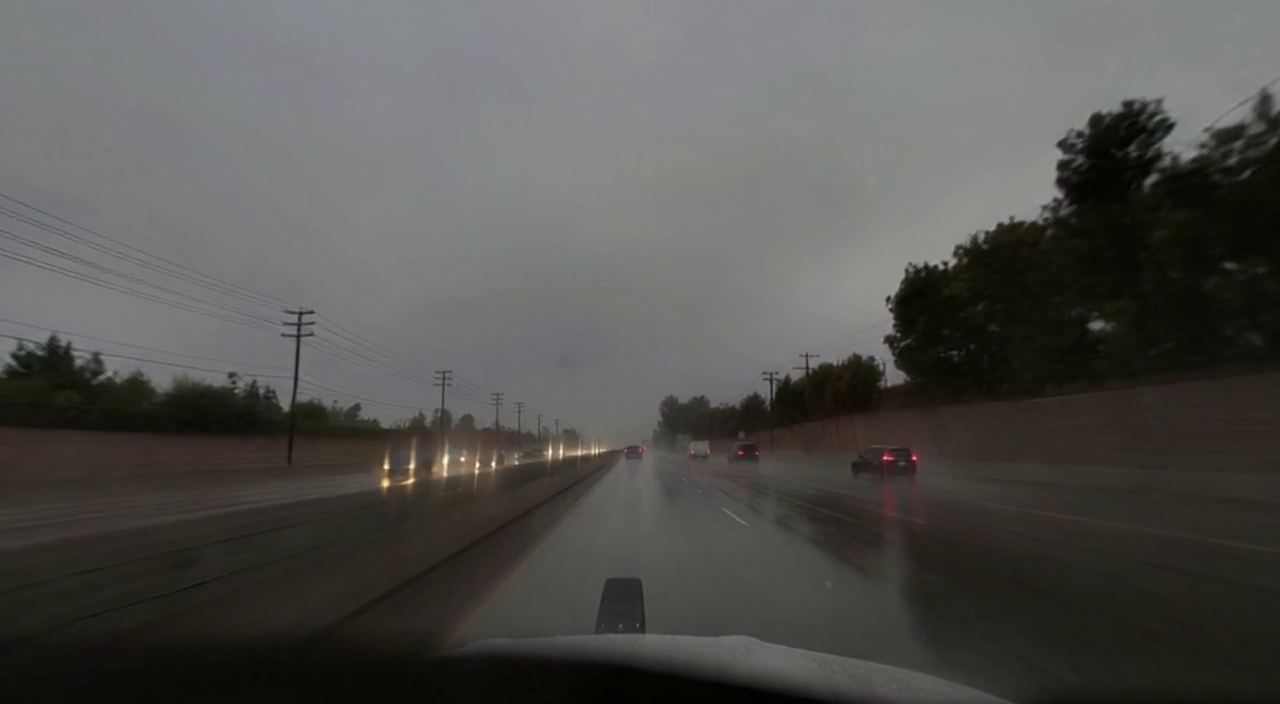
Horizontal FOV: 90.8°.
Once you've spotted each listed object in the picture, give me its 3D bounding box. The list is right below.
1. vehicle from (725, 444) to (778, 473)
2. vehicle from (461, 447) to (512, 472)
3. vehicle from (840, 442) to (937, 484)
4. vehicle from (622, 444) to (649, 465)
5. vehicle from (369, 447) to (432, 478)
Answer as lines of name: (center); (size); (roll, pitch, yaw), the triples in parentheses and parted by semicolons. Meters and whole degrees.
vehicle: (6.298, 6.051, 36.270); (2.069, 1.520, 4.614); (0, -8, -1)
vehicle: (-10.111, 7.100, 41.970); (2.259, 1.507, 4.362); (0, -8, 0)
vehicle: (9.733, 4.361, 25.199); (1.969, 1.506, 4.422); (0, -8, -1)
vehicle: (-0.362, 8.034, 49.622); (1.993, 1.506, 3.883); (0, -8, -1)
vehicle: (-13.220, 6.097, 35.129); (1.843, 1.602, 4.040); (0, -8, 0)
